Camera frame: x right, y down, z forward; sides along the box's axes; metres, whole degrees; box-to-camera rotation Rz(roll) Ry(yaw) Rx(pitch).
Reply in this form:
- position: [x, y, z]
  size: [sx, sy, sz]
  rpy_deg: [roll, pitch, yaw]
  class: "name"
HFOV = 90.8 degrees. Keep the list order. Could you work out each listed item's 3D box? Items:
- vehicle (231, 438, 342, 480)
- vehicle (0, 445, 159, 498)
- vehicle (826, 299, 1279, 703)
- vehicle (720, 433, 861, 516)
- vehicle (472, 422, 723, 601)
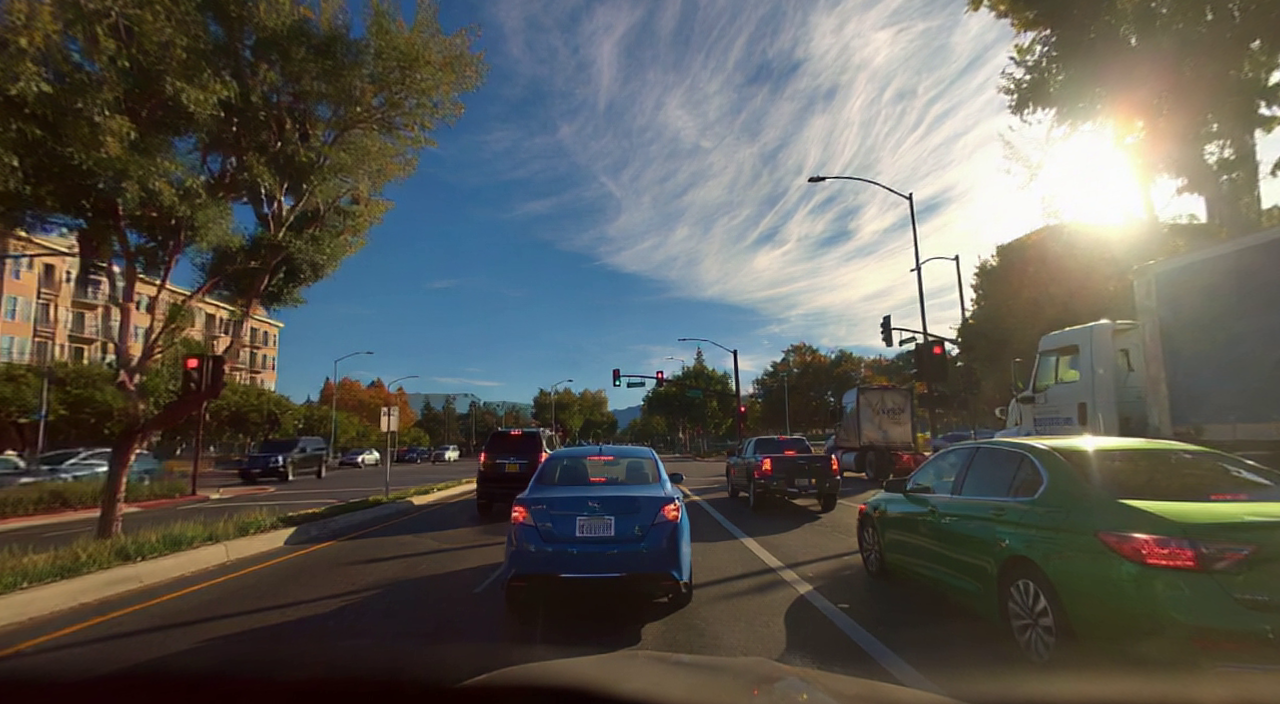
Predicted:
- position: [-17.968, 5.455, 32.579]
  size: [2.308, 1.903, 5.813]
  rpy_deg: [0, -8, 1]
  class: "vehicle"
- position: [-21.403, 4.455, 24.108]
  size: [2.233, 1.782, 4.862]
  rpy_deg: [0, -8, 0]
  class: "vehicle"
- position: [3.575, 1.110, 5.053]
  size: [2.572, 1.945, 5.065]
  rpy_deg: [0, -8, 0]
  class: "vehicle"
- position: [3.155, 2.667, 14.321]
  size: [2.026, 1.549, 4.559]
  rpy_deg: [0, -8, -1]
  class: "vehicle"
- position: [-0.385, 1.654, 7.401]
  size: [2.143, 1.520, 3.848]
  rpy_deg: [0, -8, -1]
  class: "vehicle"
